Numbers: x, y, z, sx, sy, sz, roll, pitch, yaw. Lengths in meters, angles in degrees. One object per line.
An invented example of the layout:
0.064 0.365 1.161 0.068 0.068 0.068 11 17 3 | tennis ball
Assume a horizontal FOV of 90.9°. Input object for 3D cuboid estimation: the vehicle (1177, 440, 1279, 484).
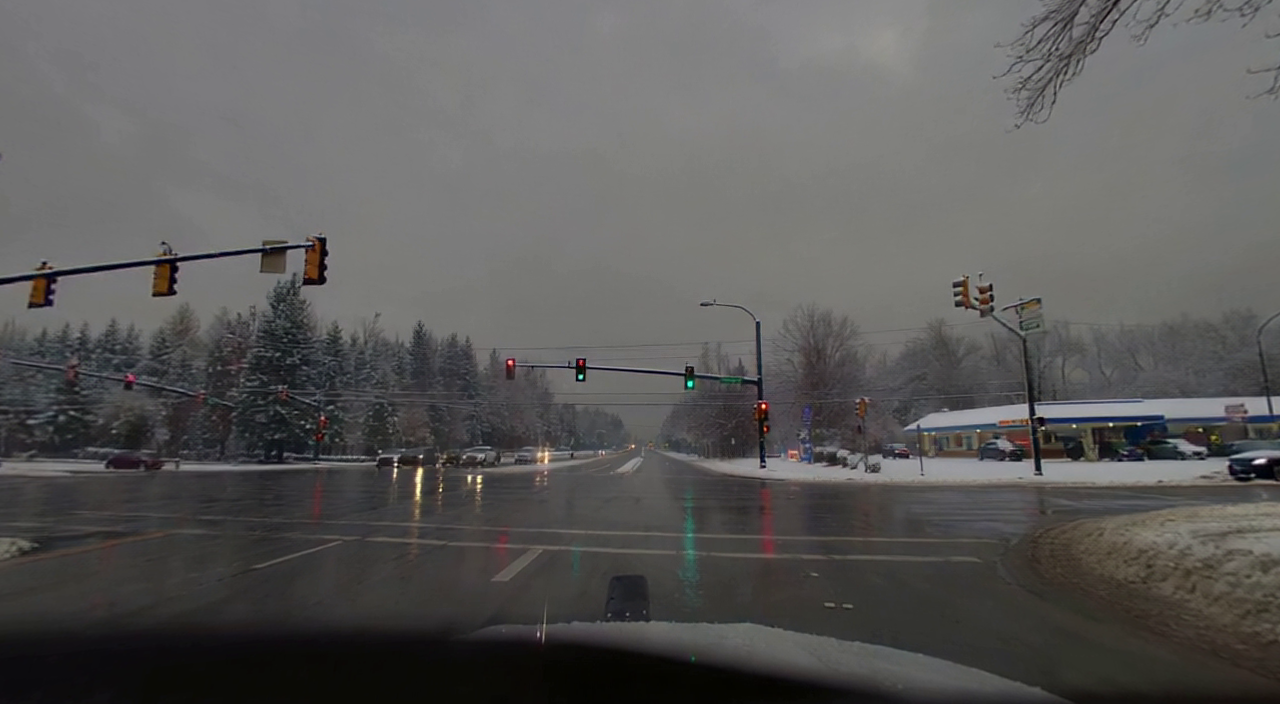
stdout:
22.091 3.783 21.835 4.716 1.455 2.060 -3 -9 17 | vehicle
